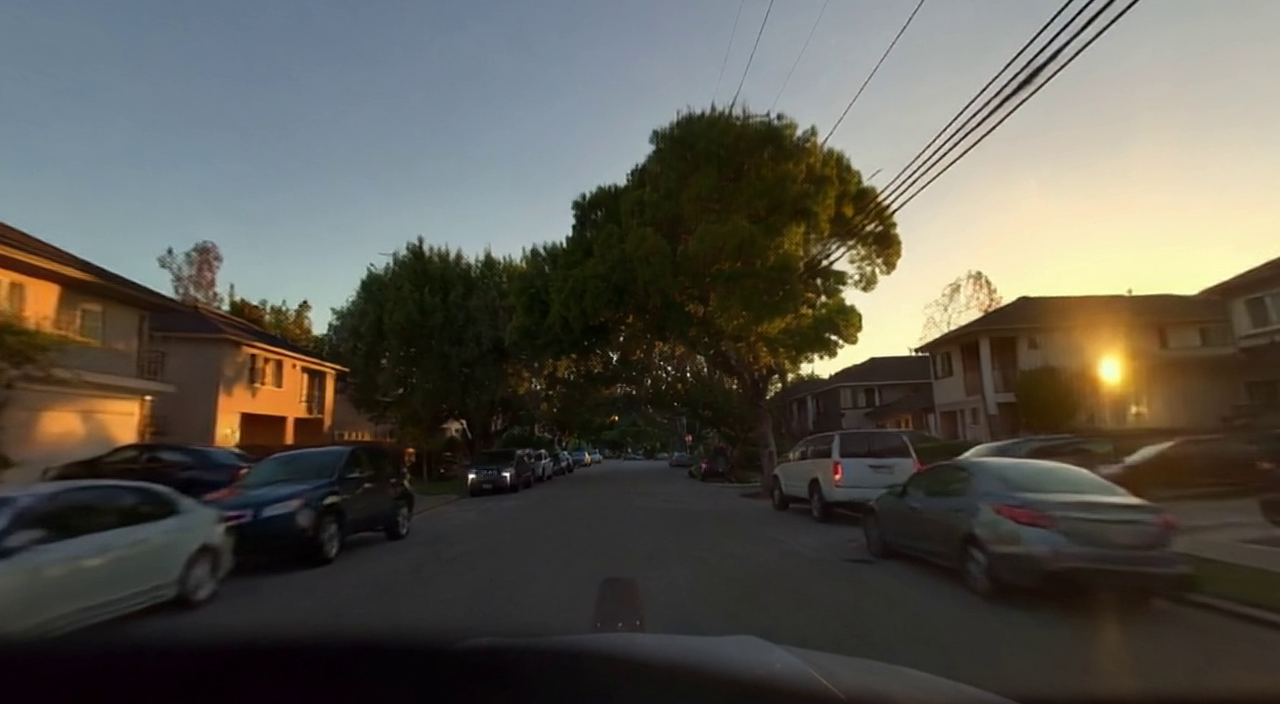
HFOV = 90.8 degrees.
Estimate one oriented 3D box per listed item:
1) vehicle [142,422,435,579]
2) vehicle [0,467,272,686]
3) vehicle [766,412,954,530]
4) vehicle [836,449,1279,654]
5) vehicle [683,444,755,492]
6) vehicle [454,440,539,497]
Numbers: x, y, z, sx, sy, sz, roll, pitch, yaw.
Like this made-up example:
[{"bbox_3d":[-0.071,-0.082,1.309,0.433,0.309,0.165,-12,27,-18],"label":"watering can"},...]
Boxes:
[{"bbox_3d":[-5.067,2.227,10.209,2.022,1.822,5.002,-1,-10,-3],"label":"vehicle"},{"bbox_3d":[-5.025,1.649,5.000,1.690,1.316,4.249,0,-9,-1],"label":"vehicle"},{"bbox_3d":[4.921,2.786,15.361,2.384,2.317,5.579,0,-9,-1],"label":"vehicle"},{"bbox_3d":[4.163,1.933,7.482,1.850,1.516,5.066,0,-8,-3],"label":"vehicle"},{"bbox_3d":[3.534,5.333,29.623,2.415,1.963,5.688,0,-8,-2],"label":"vehicle"},{"bbox_3d":[-5.020,4.165,22.722,2.035,1.822,4.348,0,-10,0],"label":"vehicle"}]
